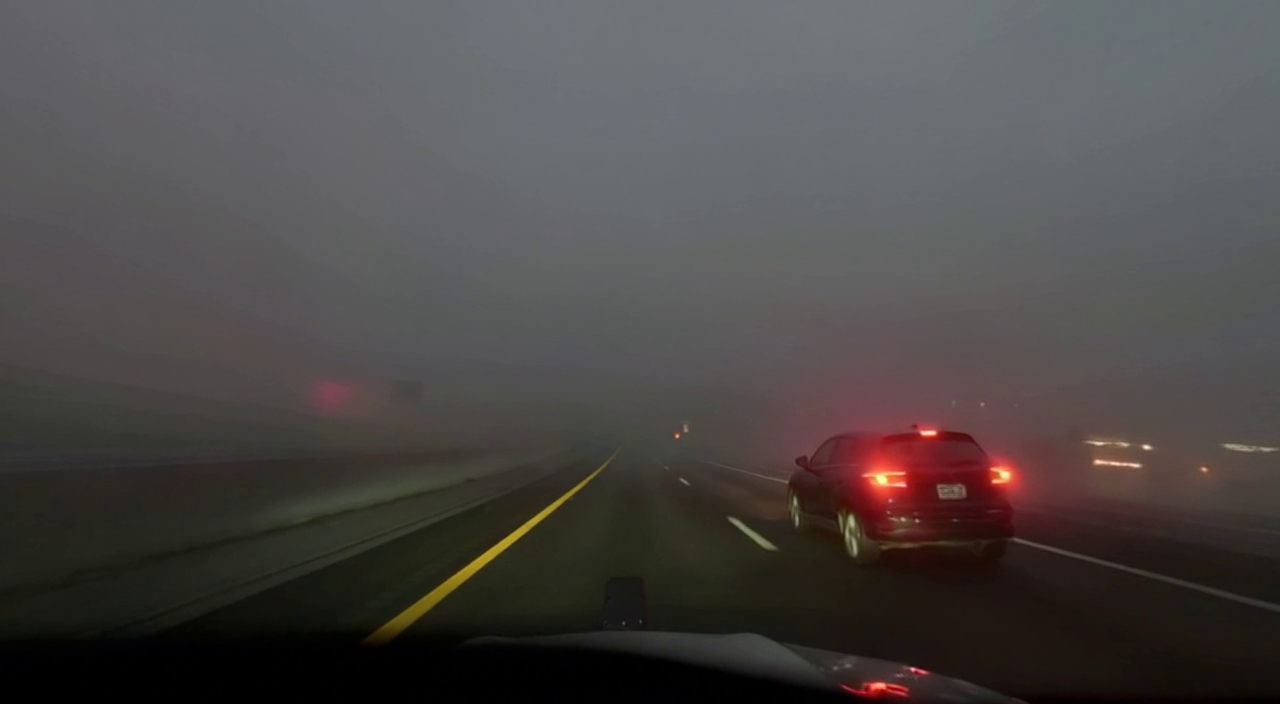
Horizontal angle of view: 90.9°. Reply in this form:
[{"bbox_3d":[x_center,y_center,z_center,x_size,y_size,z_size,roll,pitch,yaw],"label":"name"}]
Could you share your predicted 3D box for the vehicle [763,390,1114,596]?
[{"bbox_3d":[2.918,1.493,7.461,2.059,1.715,4.192,0,-8,0],"label":"vehicle"}]
